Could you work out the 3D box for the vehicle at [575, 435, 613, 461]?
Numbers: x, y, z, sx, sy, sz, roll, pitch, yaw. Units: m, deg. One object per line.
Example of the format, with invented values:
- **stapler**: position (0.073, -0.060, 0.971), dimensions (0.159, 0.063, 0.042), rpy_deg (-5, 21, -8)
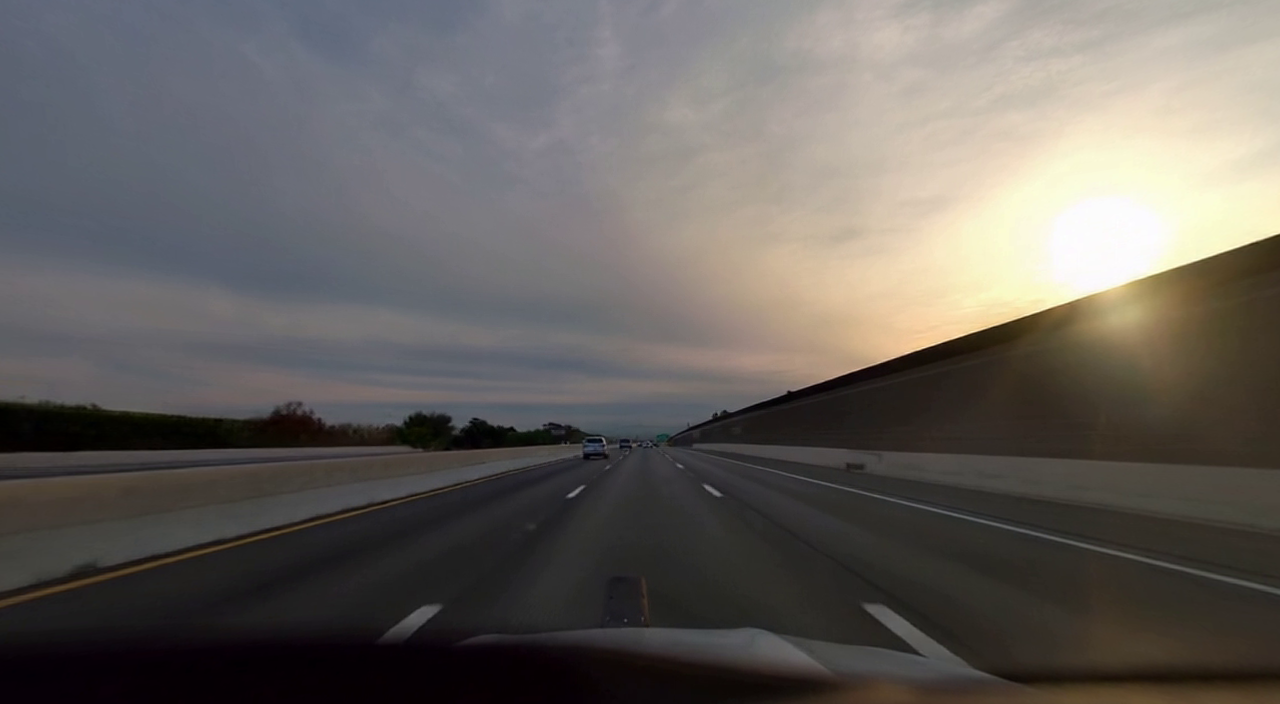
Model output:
- **vehicle**: position (-3.079, 6.513, 42.871), dimensions (2.189, 1.707, 4.692), rpy_deg (0, -8, 1)
